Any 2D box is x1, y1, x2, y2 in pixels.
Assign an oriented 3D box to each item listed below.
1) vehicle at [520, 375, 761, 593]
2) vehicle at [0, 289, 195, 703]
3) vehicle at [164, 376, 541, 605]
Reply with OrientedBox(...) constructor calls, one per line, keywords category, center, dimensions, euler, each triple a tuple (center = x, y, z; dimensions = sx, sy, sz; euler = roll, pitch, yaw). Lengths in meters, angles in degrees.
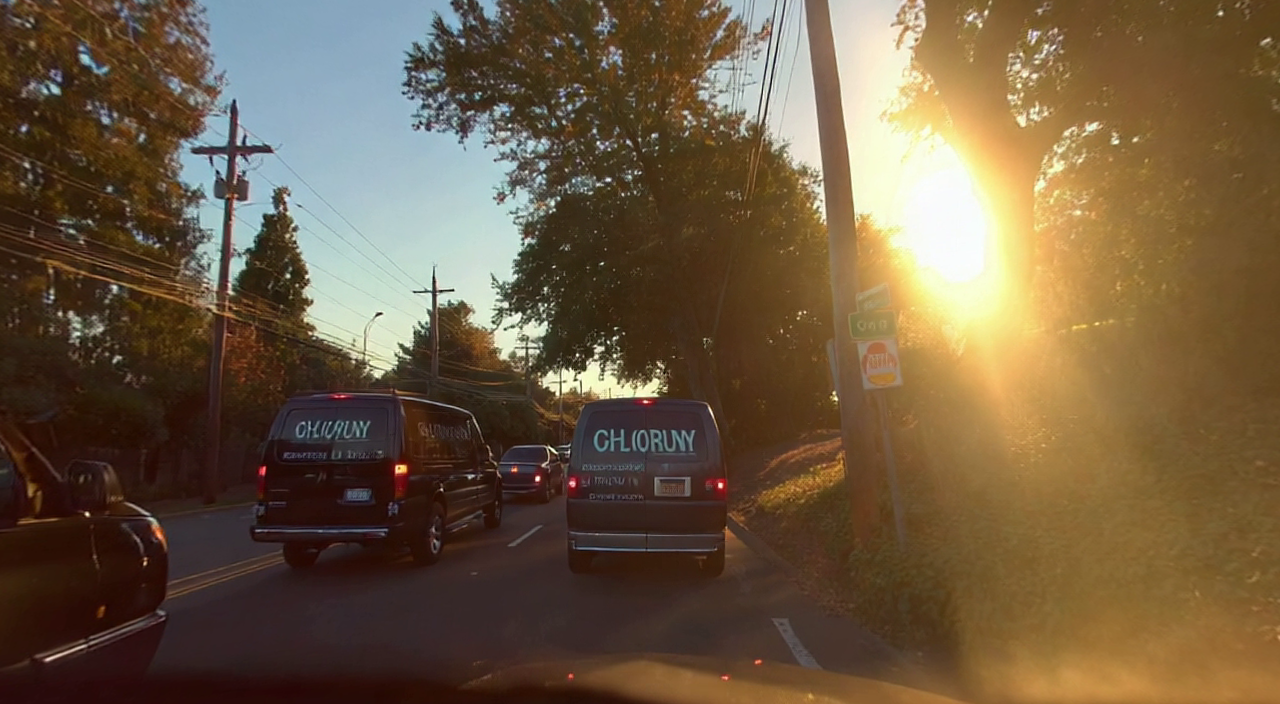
OrientedBox(category="vehicle", center=(0.114, 1.465, 7.702), dimensions=(2.117, 1.911, 4.095), euler=(-1, -8, 3))
OrientedBox(category="vehicle", center=(-3.134, 0.458, 0.256), dimensions=(2.160, 1.796, 4.997), euler=(0, -8, 1))
OrientedBox(category="vehicle", center=(-2.751, 1.482, 7.623), dimensions=(2.109, 1.851, 4.749), euler=(-1, -8, 3))
